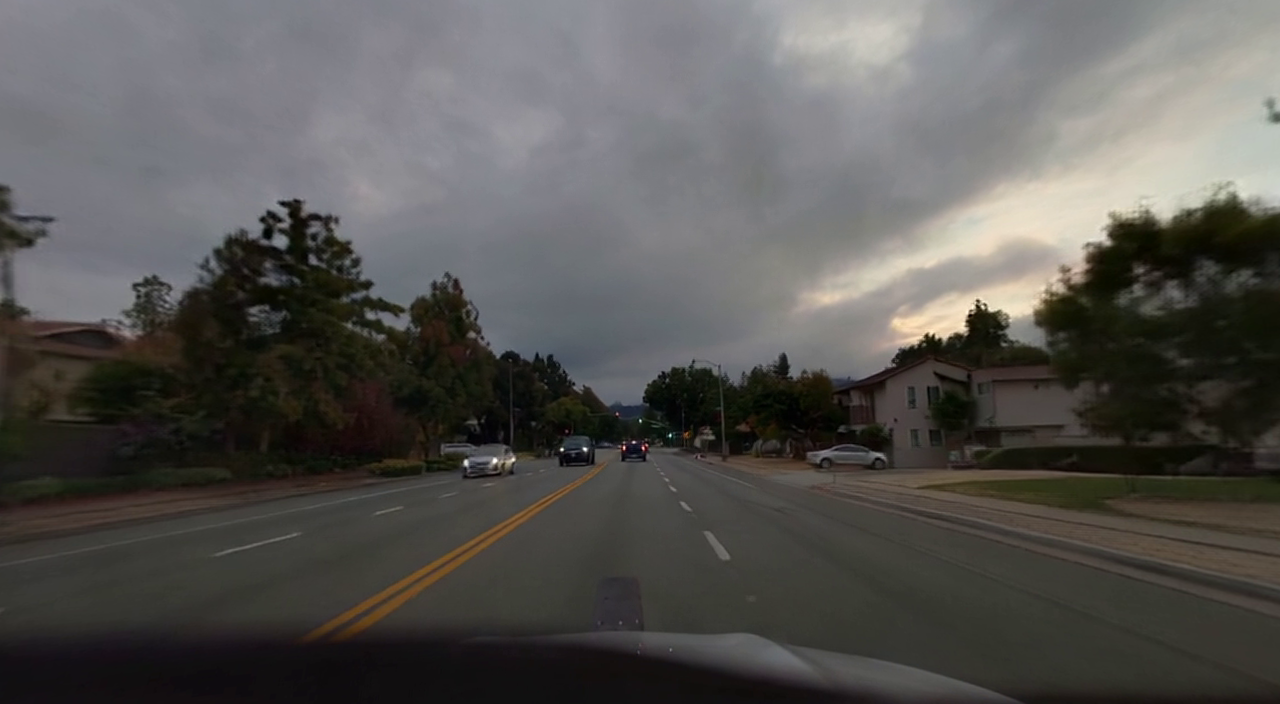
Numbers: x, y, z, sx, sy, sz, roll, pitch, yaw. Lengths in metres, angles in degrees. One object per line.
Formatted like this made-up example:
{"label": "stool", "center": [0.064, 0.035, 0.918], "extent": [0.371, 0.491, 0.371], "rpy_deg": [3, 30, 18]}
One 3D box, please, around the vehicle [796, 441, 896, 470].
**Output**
{"label": "vehicle", "center": [11.110, 5.605, 34.289], "extent": [4.697, 1.462, 1.881], "rpy_deg": [0, -8, -2]}

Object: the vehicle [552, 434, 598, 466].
{"label": "vehicle", "center": [-4.185, 6.475, 41.675], "extent": [2.429, 1.953, 5.345], "rpy_deg": [0, -9, 1]}

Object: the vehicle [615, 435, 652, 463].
{"label": "vehicle", "center": [-0.394, 7.129, 46.382], "extent": [2.554, 1.902, 5.329], "rpy_deg": [0, -9, 1]}

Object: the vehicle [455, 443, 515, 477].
{"label": "vehicle", "center": [-7.432, 5.210, 30.710], "extent": [1.961, 1.510, 3.827], "rpy_deg": [0, -9, 0]}
